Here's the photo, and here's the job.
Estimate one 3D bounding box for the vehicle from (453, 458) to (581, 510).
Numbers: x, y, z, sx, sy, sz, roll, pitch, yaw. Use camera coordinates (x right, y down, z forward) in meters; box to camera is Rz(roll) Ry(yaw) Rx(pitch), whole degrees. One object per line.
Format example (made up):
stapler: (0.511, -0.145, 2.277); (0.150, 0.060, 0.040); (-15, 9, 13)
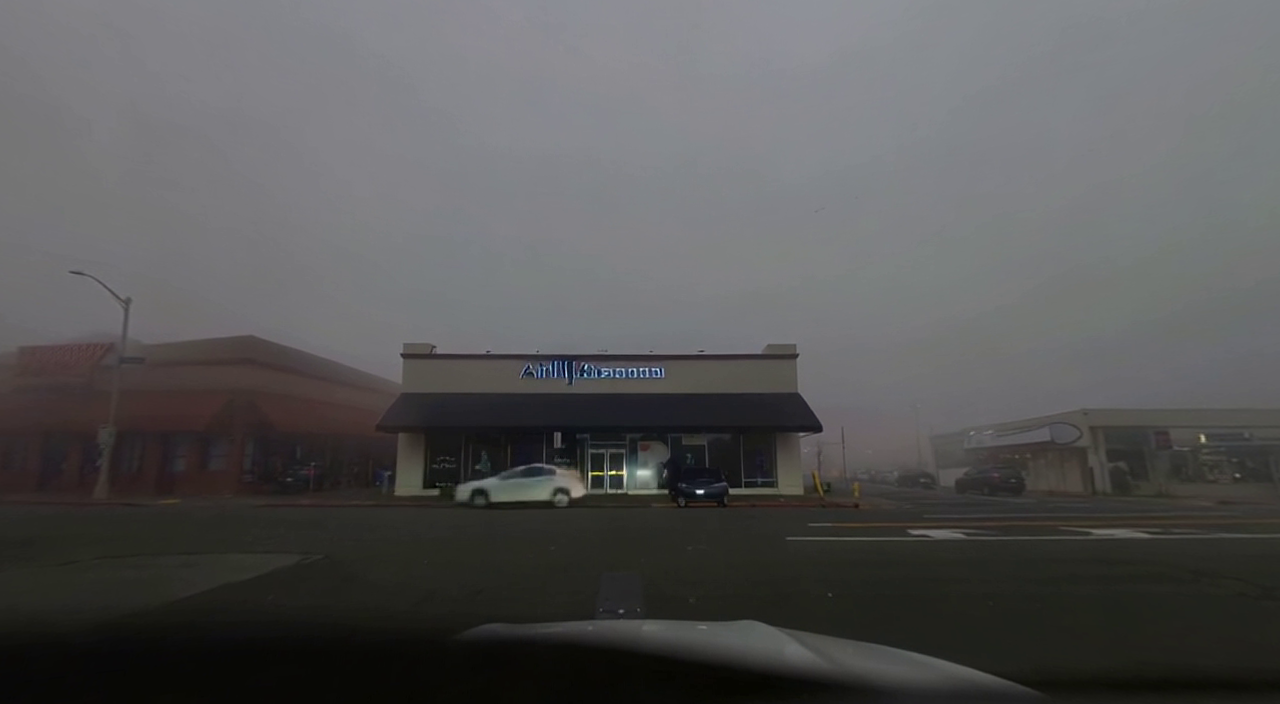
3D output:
vehicle: (-4.109, 4.493, 21.694); (4.073, 1.609, 1.813); (1, -9, -4)

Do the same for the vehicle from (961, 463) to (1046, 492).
vehicle: (25.818, 8.906, 44.979); (4.838, 1.799, 1.914); (-7, -11, 39)

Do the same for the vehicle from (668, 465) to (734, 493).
vehicle: (3.675, 7.764, 38.864); (1.812, 1.468, 4.519); (5, -10, -28)

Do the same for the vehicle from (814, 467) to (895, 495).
vehicle: (13.044, 7.851, 38.675); (1.791, 1.453, 4.593); (5, -10, -29)

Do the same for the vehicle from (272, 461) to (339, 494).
vehicle: (-19.947, 7.415, 37.570); (4.596, 1.680, 1.936); (-7, -11, 41)
